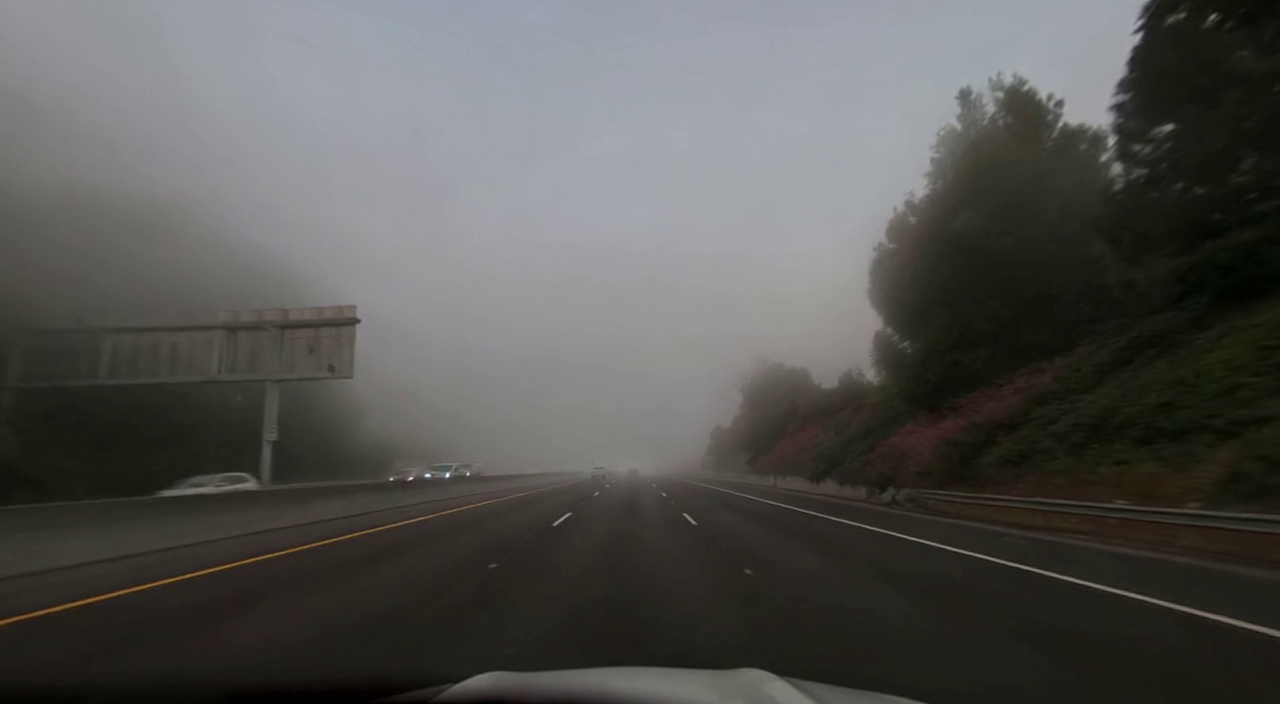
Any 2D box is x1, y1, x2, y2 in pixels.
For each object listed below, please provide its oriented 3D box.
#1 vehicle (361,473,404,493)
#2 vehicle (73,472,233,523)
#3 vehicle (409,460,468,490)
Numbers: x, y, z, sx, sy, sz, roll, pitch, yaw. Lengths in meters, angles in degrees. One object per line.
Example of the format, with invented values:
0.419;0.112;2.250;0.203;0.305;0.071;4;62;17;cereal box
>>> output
-19.760;10.071;48.525;1.779;1.434;3.710;1;-10;-1;vehicle
-16.163;4.828;21.296;1.818;1.466;4.498;1;-10;-1;vehicle
-12.204;7.502;38.500;2.117;1.647;4.613;1;-10;-1;vehicle
